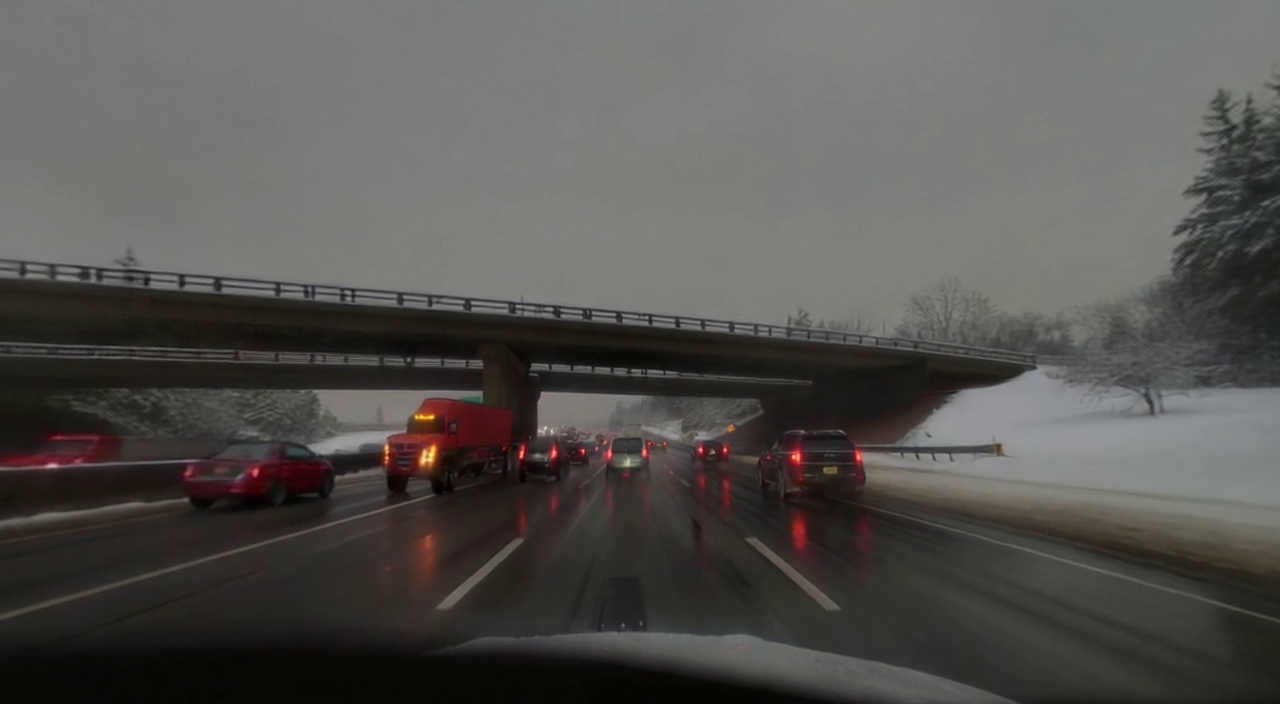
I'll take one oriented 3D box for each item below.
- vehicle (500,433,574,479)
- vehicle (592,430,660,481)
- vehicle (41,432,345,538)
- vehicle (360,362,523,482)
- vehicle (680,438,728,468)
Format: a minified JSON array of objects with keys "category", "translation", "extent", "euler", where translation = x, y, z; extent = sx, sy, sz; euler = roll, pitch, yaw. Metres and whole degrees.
[{"category":"vehicle","translation":[-3.985,4.114,25.157],"extent":[2.124,1.639,4.344],"euler":[0,-8,2]},{"category":"vehicle","translation":[-0.470,3.795,23.343],"extent":[2.270,1.696,4.061],"euler":[0,-8,0]},{"category":"vehicle","translation":[-7.486,2.244,11.390],"extent":[1.948,1.494,4.749],"euler":[0,-8,1]},{"category":"vehicle","translation":[-7.452,3.041,25.914],"extent":[2.959,3.886,10.574],"euler":[-1,-8,2]},{"category":"vehicle","translation":[3.296,5.322,33.264],"extent":[2.003,1.465,4.092],"euler":[0,-8,-1]}]
